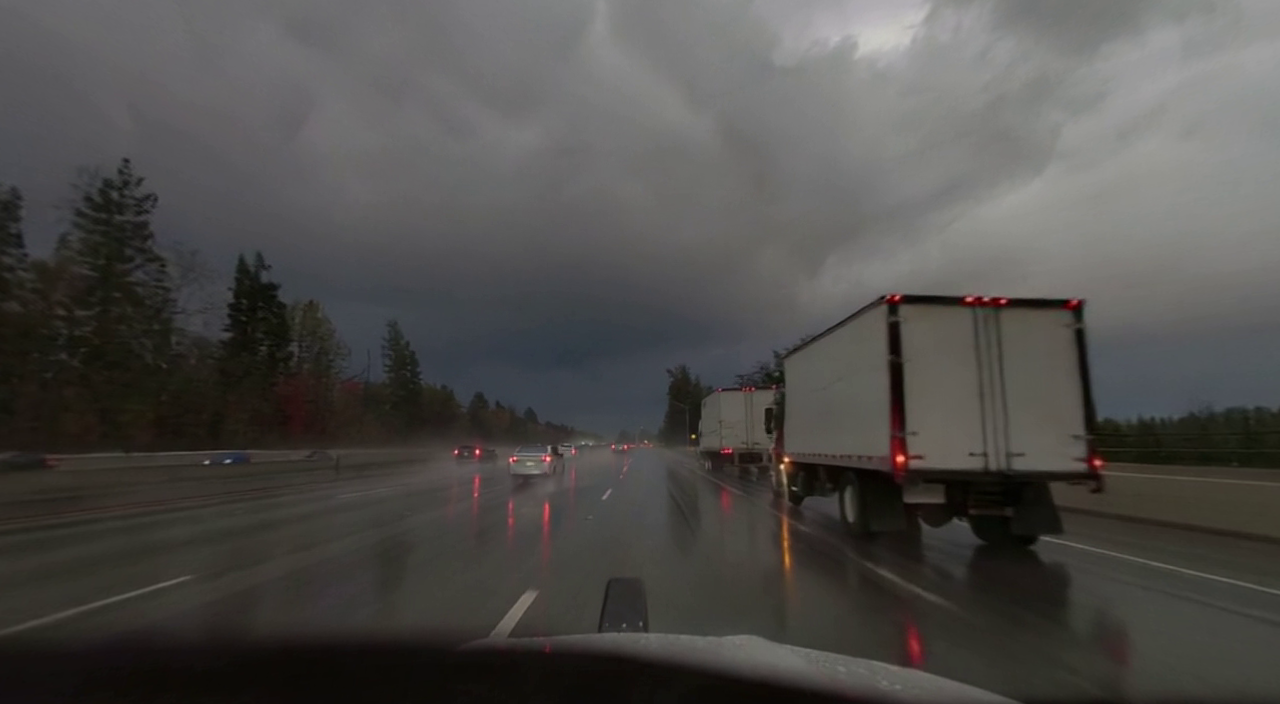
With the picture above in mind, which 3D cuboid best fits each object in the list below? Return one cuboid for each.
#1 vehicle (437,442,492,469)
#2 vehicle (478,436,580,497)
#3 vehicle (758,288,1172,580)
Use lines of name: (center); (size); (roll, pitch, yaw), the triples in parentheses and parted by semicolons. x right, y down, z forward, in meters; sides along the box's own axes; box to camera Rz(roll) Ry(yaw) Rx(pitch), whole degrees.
vehicle: (-10.226, 6.024, 37.078); (1.899, 1.465, 4.589); (0, -8, 1)
vehicle: (-2.909, 3.103, 17.543); (1.981, 1.473, 4.317); (0, -8, 1)
vehicle: (4.032, 1.328, 10.185); (2.732, 3.052, 7.118); (0, -8, -1)
